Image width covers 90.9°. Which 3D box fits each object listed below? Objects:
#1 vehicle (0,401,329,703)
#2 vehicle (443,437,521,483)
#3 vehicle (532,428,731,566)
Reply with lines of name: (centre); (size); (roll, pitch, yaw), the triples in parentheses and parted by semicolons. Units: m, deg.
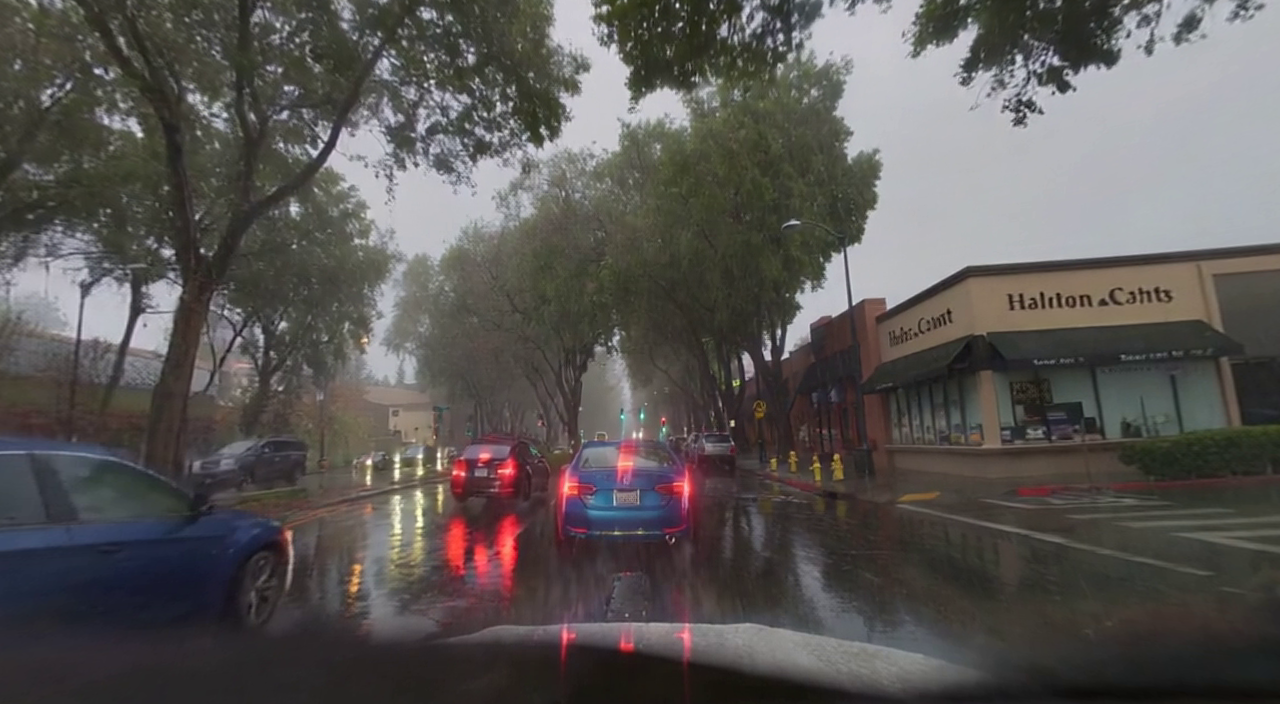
vehicle: (-3.460, 1.007, 2.917); (1.905, 1.473, 4.016); (0, -9, 1)
vehicle: (-6.192, 4.277, 25.257); (2.095, 1.682, 4.371); (0, -9, -1)
vehicle: (-0.095, 1.894, 8.954); (2.160, 1.482, 4.037); (0, -9, 0)
